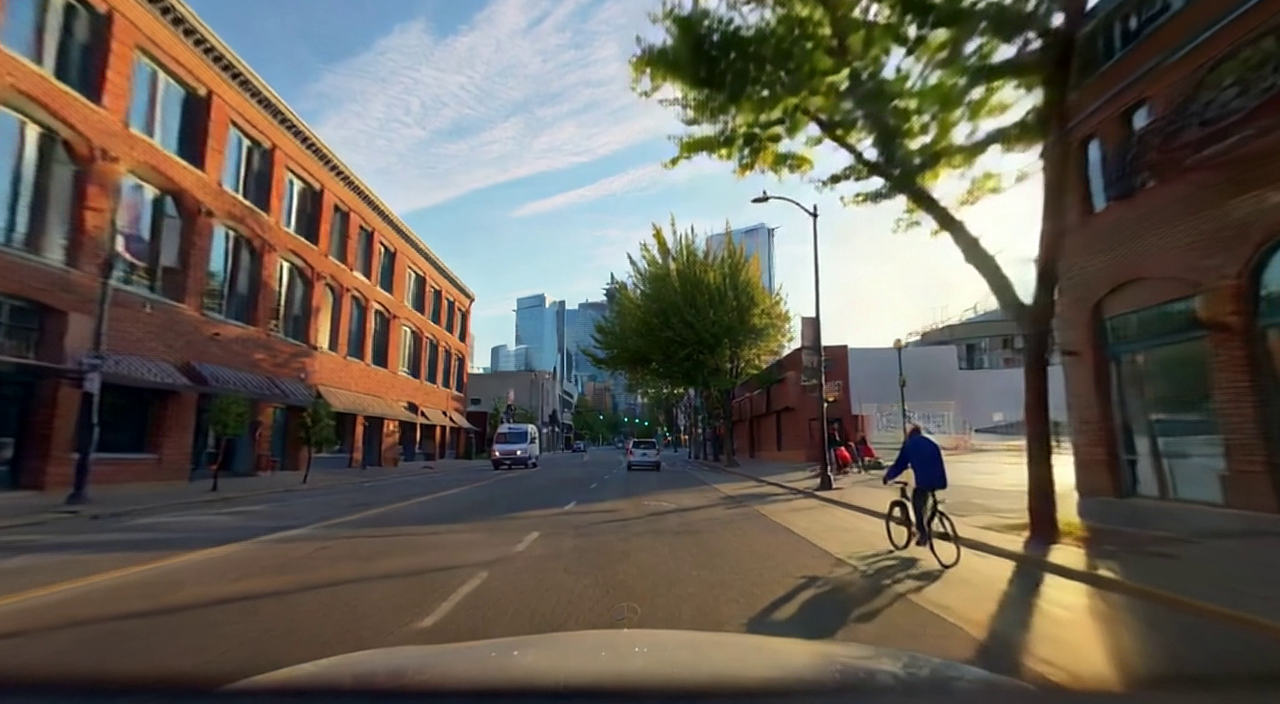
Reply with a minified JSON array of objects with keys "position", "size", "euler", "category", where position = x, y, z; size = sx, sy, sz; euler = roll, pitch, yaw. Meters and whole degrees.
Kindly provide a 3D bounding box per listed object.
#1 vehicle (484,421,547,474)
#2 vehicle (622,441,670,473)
[{"position":[-6.687,5.213,34.631],"size":[2.418,2.620,5.522],"euler":[-1,-8,-1],"category":"vehicle"},{"position":[0.320,5.485,33.197],"size":[2.356,1.572,4.810],"euler":[0,-9,1],"category":"vehicle"}]
